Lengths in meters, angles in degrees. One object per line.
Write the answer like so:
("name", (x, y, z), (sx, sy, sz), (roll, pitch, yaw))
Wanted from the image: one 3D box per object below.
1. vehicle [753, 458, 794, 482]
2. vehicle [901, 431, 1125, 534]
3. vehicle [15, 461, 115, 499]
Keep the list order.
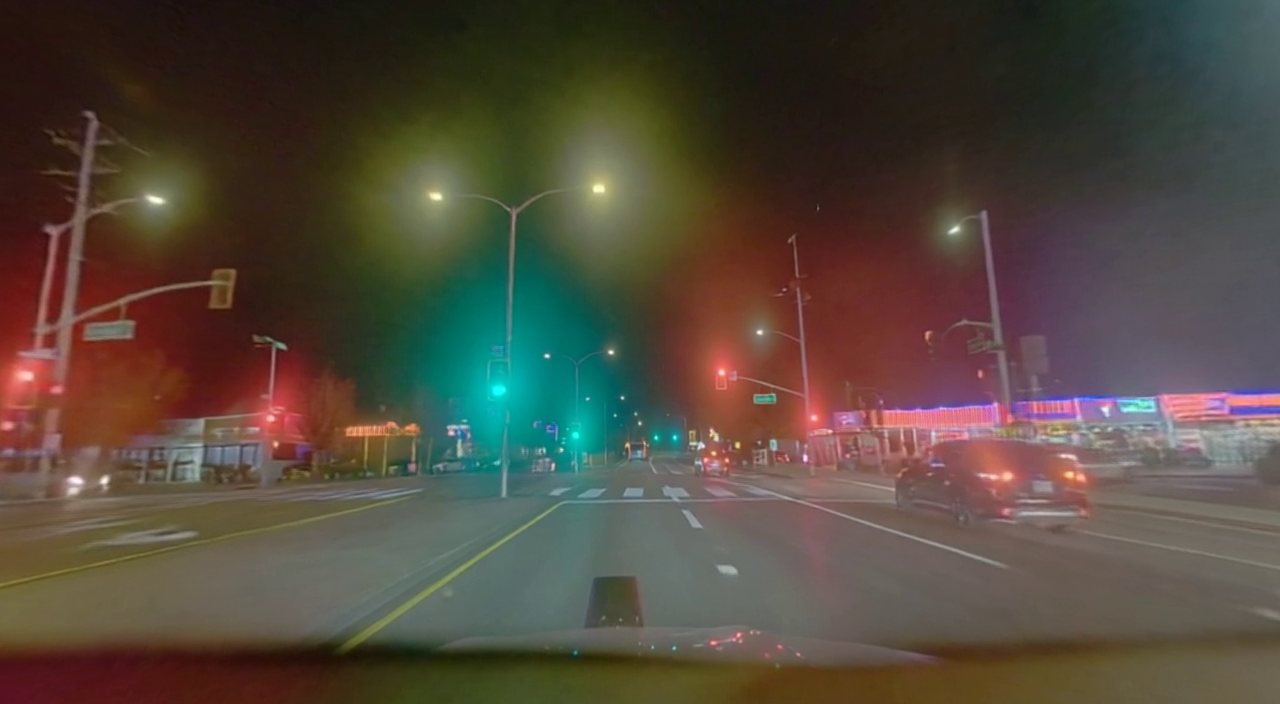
("vehicle", (9.538, 8.452, 45.566), (1.948, 1.483, 4.645), (0, -8, 0))
("vehicle", (7.130, 2.491, 12.796), (1.974, 1.679, 4.611), (-1, -8, 4))
("vehicle", (-26.305, 5.879, 28.971), (2.803, 1.565, 1.715), (-2, -13, -1))
